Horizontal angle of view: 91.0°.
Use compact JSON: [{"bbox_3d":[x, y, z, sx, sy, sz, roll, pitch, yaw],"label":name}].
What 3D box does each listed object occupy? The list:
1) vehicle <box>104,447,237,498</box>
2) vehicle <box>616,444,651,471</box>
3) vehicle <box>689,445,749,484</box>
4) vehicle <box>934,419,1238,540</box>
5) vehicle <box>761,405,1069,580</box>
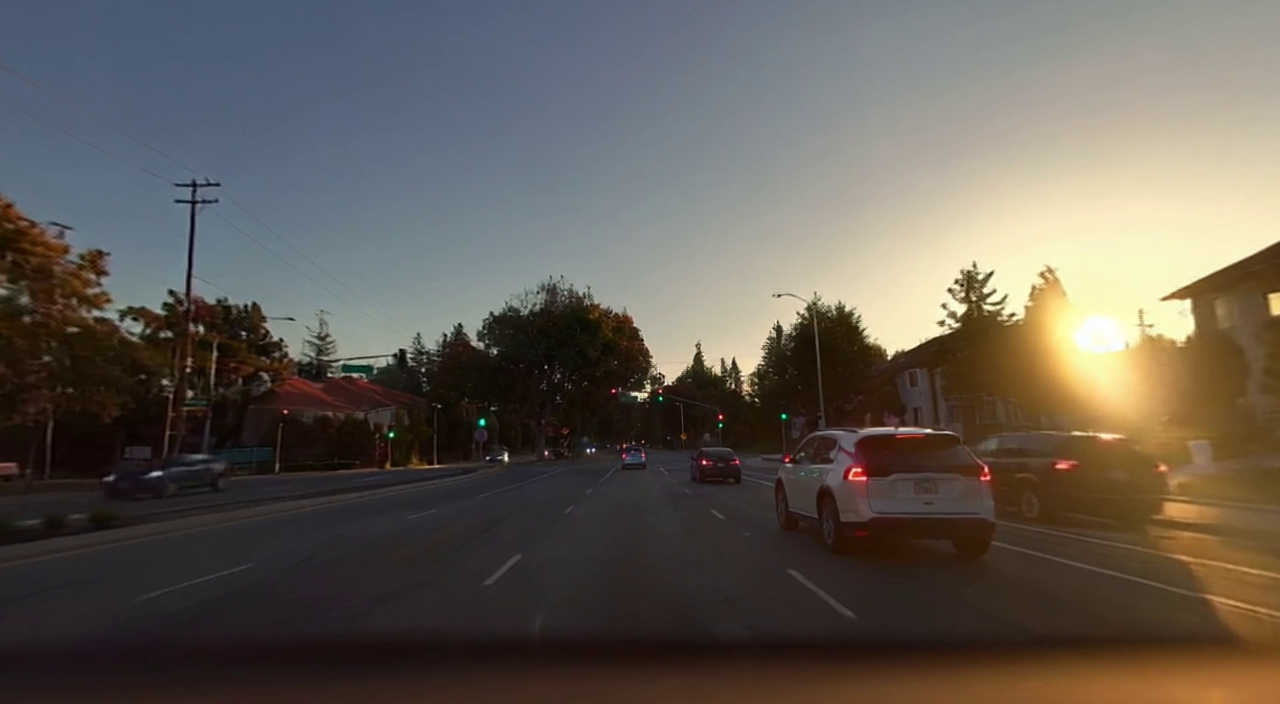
[{"bbox_3d":[-18.844,4.817,25.587,2.071,1.746,4.444,-3,-9,-1],"label":"vehicle"},{"bbox_3d":[-0.467,6.844,41.070,2.146,1.685,4.003,0,-9,-1],"label":"vehicle"},{"bbox_3d":[3.141,4.554,25.738,1.889,1.451,4.180,0,-9,0],"label":"vehicle"},{"bbox_3d":[7.635,2.223,11.591,2.172,1.745,4.608,0,-9,0],"label":"vehicle"},{"bbox_3d":[3.243,1.771,8.763,2.129,1.761,4.610,0,-9,-1],"label":"vehicle"}]
